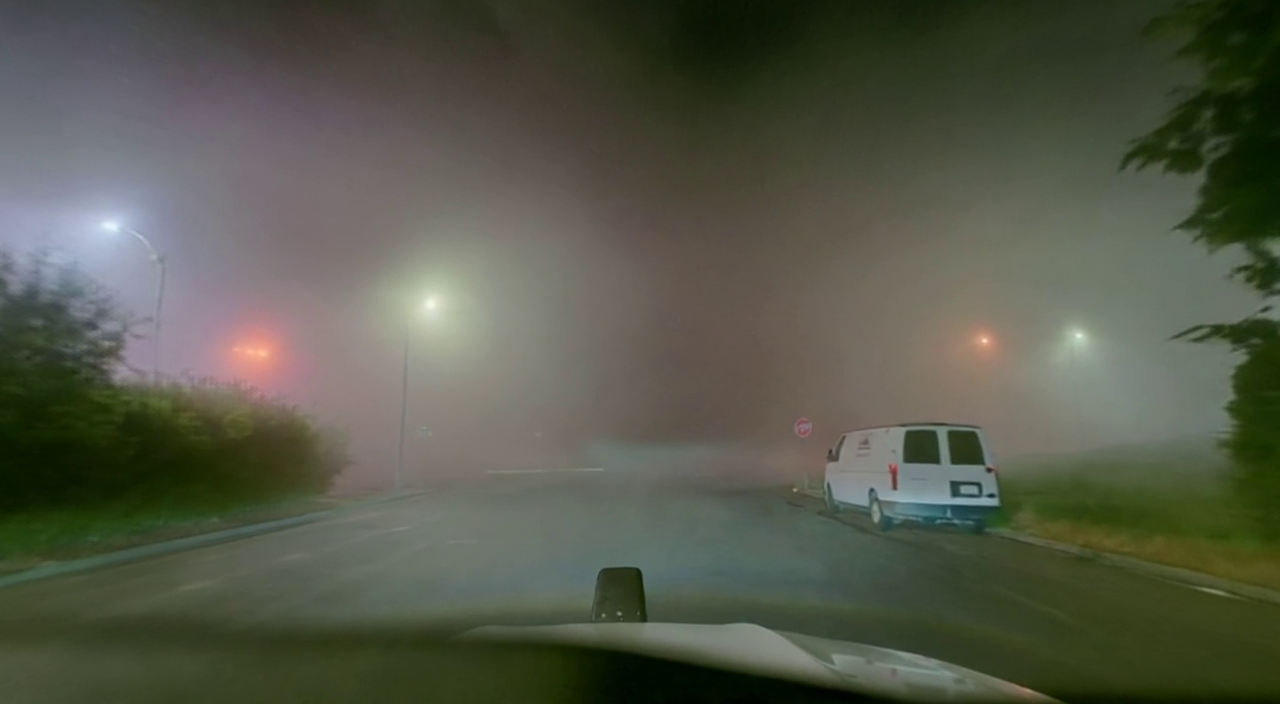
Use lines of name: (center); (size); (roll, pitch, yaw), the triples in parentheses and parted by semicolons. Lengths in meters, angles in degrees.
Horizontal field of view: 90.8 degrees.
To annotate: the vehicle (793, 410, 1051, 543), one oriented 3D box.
vehicle: (5.553, 2.577, 13.841); (2.659, 2.245, 5.991); (0, -9, -2)
